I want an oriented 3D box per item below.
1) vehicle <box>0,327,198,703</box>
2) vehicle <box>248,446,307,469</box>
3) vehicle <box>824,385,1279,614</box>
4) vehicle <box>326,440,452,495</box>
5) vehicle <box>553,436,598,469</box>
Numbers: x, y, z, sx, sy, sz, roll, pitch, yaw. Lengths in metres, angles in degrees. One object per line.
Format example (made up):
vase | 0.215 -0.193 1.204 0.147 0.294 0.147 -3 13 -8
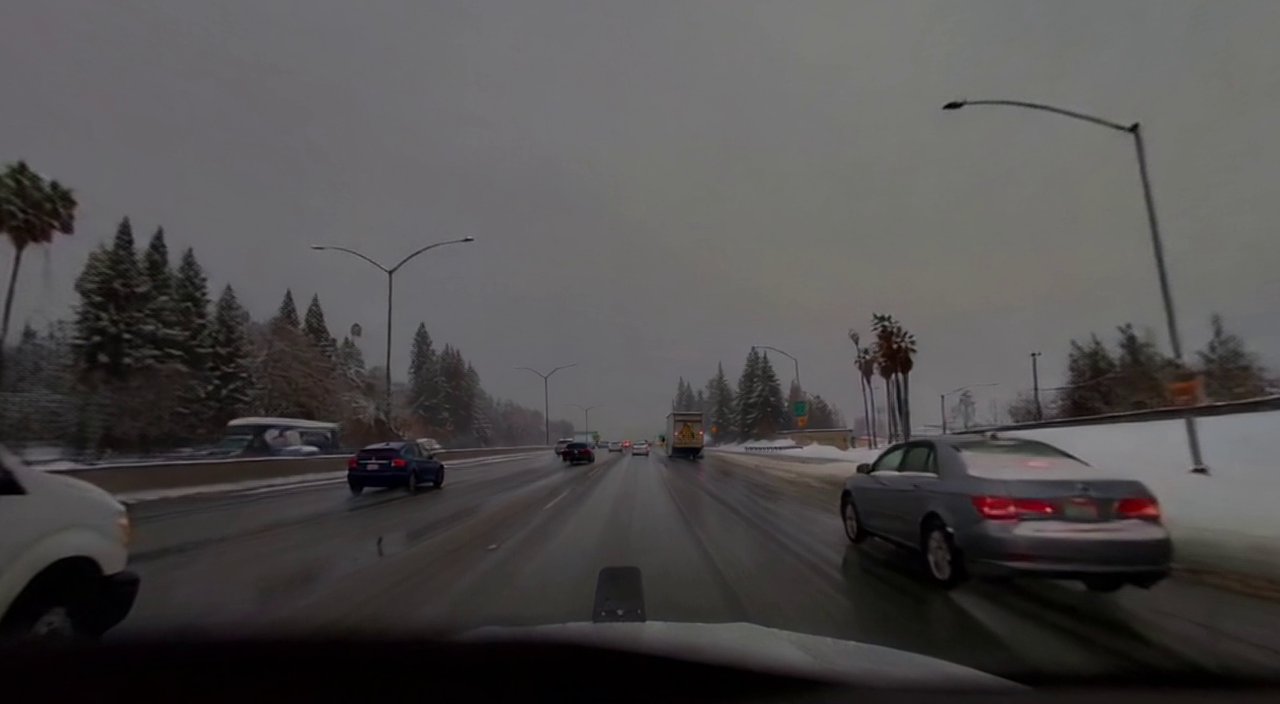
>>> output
vehicle | -4.095 0.600 1.468 2.215 1.859 5.375 0 -9 0
vehicle | -24.539 7.126 42.770 1.701 1.502 3.768 0 -9 1
vehicle | 3.779 1.411 6.921 2.124 1.674 4.494 0 -9 0
vehicle | -7.534 3.496 19.480 2.050 1.487 4.372 0 -9 1
vehicle | -3.509 5.569 35.089 2.017 1.683 4.094 0 -9 0
